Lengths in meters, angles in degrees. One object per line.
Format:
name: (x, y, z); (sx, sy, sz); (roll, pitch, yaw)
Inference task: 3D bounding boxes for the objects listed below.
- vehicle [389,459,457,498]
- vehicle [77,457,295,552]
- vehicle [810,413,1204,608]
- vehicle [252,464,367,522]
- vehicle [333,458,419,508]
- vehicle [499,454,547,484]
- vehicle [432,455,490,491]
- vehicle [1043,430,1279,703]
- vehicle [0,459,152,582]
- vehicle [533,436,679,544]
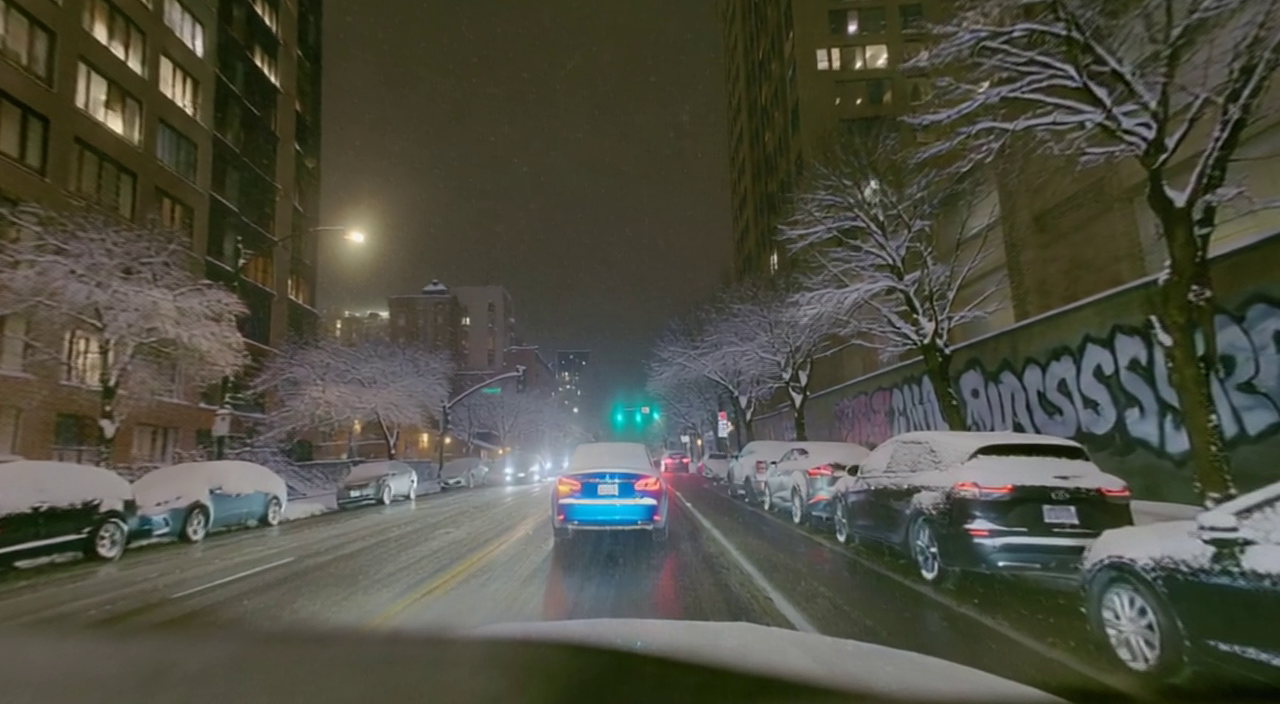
vehicle: (-11.092, 6.464, 32.647); (1.931, 1.499, 4.645); (-6, -8, -2)
vehicle: (-10.960, 3.646, 15.808); (2.276, 1.741, 4.439); (-4, -8, -1)
vehicle: (4.197, 1.884, 8.659); (2.097, 1.811, 5.230); (0, -8, -2)
vehicle: (-11.040, 4.698, 21.481); (1.741, 1.506, 4.370); (-4, -8, -2)
vehicle: (-11.056, 5.466, 26.768); (1.822, 1.639, 4.144); (-6, -8, 0)
vehicle: (-6.756, 6.765, 36.935); (1.906, 1.445, 4.490); (-4, -8, 0)
vehicle: (-10.910, 7.360, 38.773); (2.199, 1.717, 4.888); (-6, -8, -2)
vehicle: (4.190, 1.118, 2.697); (1.955, 1.535, 4.266); (2, -9, -3)
vehicle: (-10.768, 2.755, 10.302); (1.988, 1.781, 4.827); (-3, -8, -3)
vehicle: (-0.523, 2.384, 11.615); (2.166, 1.579, 4.300); (0, -8, -1)
